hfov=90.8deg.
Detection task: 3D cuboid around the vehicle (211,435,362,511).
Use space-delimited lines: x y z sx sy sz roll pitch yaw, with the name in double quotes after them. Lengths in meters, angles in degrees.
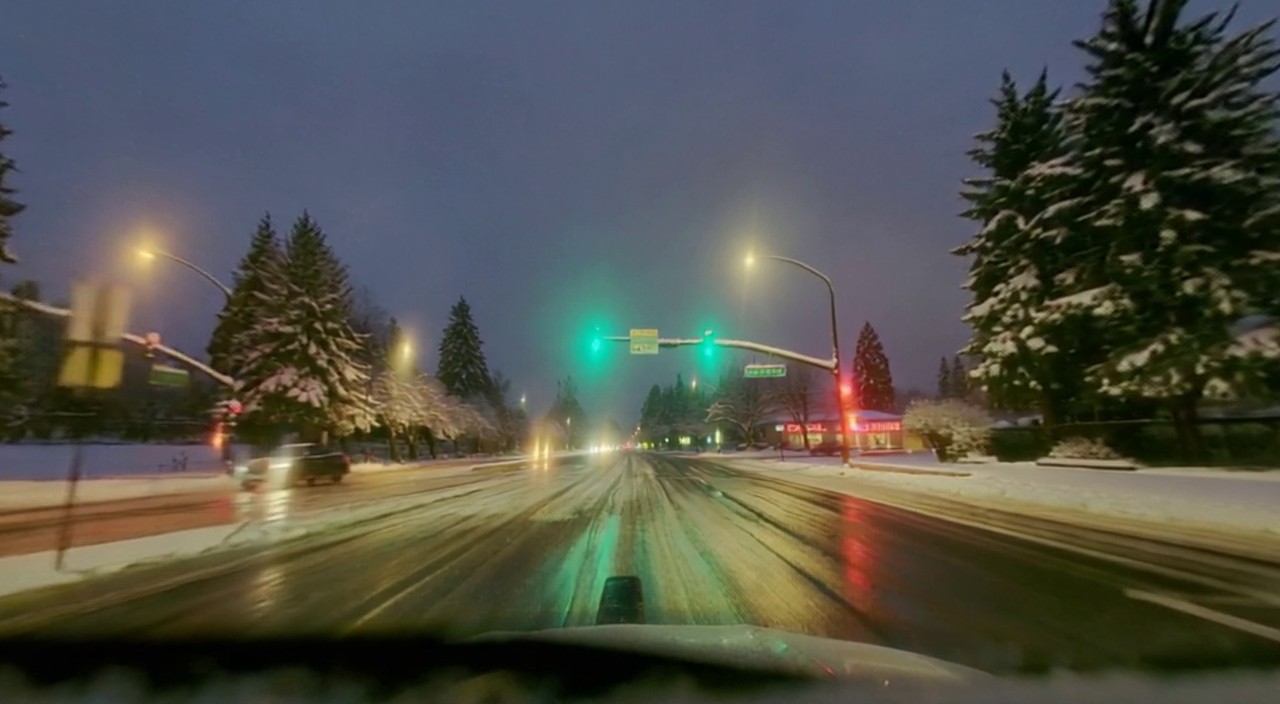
-8.936 2.960 15.874 3.885 1.639 1.990 -7 -11 40 "vehicle"
